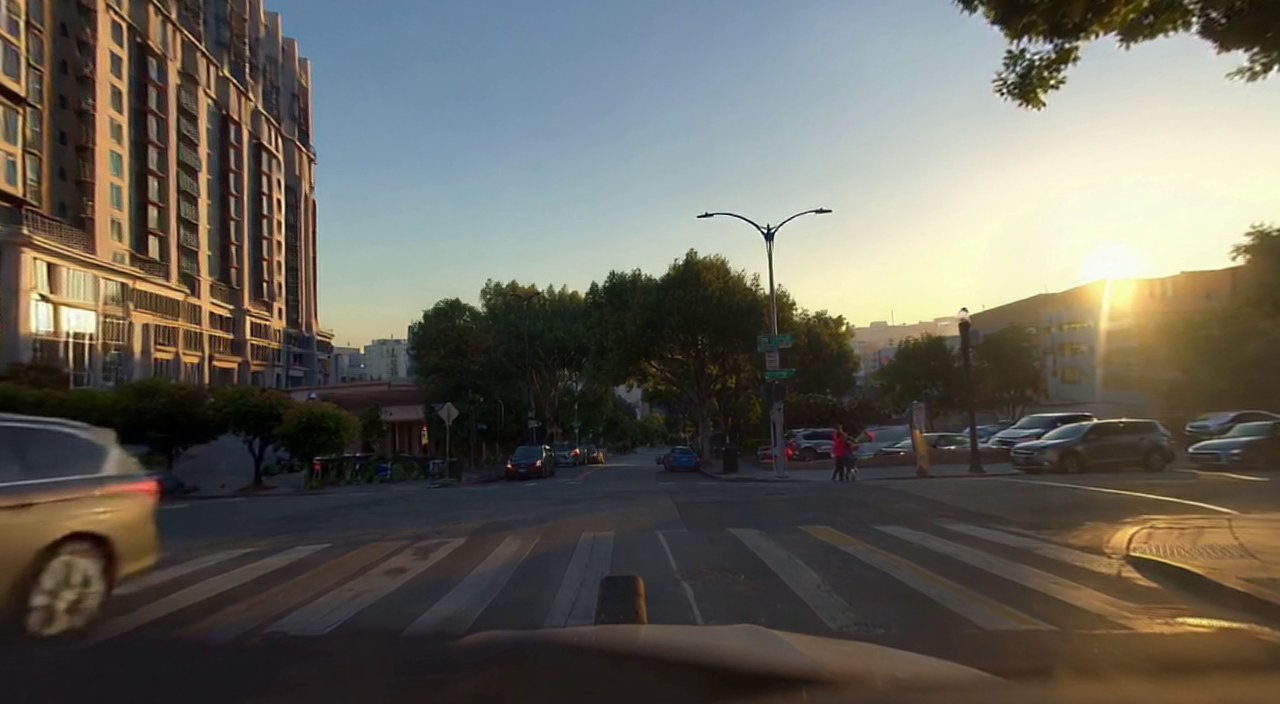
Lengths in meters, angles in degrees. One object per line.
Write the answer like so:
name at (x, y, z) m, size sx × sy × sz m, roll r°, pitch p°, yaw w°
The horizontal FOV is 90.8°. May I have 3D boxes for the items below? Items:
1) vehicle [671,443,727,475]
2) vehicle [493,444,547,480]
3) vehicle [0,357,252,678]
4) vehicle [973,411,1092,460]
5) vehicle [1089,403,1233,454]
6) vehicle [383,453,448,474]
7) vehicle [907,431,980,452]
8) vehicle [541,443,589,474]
vehicle at (3.191, 5.676, 33.728) m, size 1.942 × 1.603 × 3.785 m, roll -4°, pitch -9°, yaw 22°
vehicle at (-7.601, 7.013, 40.567) m, size 2.193 × 1.814 × 5.061 m, roll -9°, pitch -9°, yaw 0°
vehicle at (-5.008, 0.958, 3.078) m, size 2.395 × 1.865 × 5.982 m, roll -5°, pitch -9°, yaw 1°
vehicle at (16.753, 3.654, 27.288) m, size 2.041 × 1.921 × 4.574 m, roll 0°, pitch -9°, yaw -2°
vehicle at (22.315, 3.398, 27.433) m, size 2.137 × 1.962 × 4.988 m, roll -1°, pitch -9°, yaw 3°
vehicle at (-16.895, 8.382, 47.647) m, size 4.203 × 1.544 × 1.889 m, roll 0°, pitch -8°, yaw 1°
vehicle at (23.033, 6.817, 48.078) m, size 4.528 × 1.475 × 2.070 m, roll -1°, pitch -8°, yaw 3°
vehicle at (-4.425, 6.348, 37.951) m, size 2.102 × 1.768 × 4.290 m, roll -1°, pitch -8°, yaw 3°
